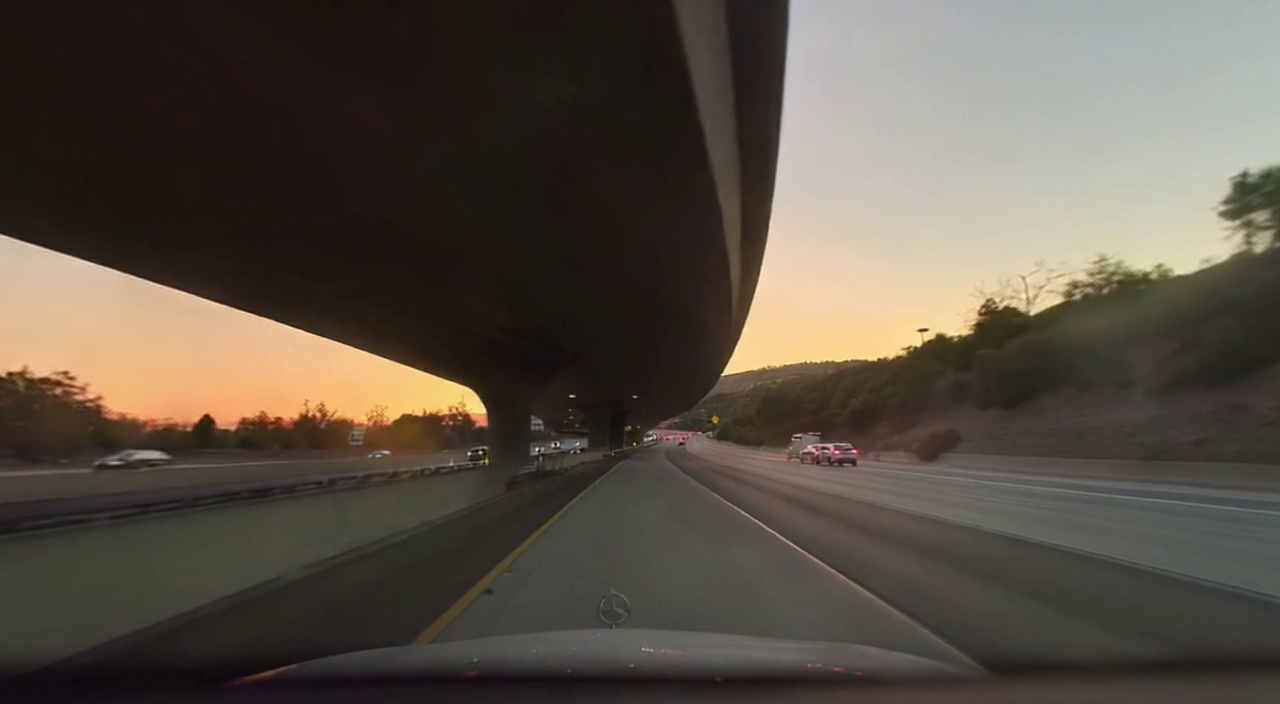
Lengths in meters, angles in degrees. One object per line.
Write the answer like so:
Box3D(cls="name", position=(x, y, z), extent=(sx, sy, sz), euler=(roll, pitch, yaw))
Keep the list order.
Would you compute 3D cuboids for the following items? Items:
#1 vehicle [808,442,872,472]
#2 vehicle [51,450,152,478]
Box3D(cls="vehicle", position=(11.284, 5.939, 35.980), extent=(2.229, 1.599, 4.253), euler=(0, -9, -1))
Box3D(cls="vehicle", position=(-37.662, 7.810, 44.468), extent=(2.108, 1.819, 5.658), euler=(0, -9, 0))
